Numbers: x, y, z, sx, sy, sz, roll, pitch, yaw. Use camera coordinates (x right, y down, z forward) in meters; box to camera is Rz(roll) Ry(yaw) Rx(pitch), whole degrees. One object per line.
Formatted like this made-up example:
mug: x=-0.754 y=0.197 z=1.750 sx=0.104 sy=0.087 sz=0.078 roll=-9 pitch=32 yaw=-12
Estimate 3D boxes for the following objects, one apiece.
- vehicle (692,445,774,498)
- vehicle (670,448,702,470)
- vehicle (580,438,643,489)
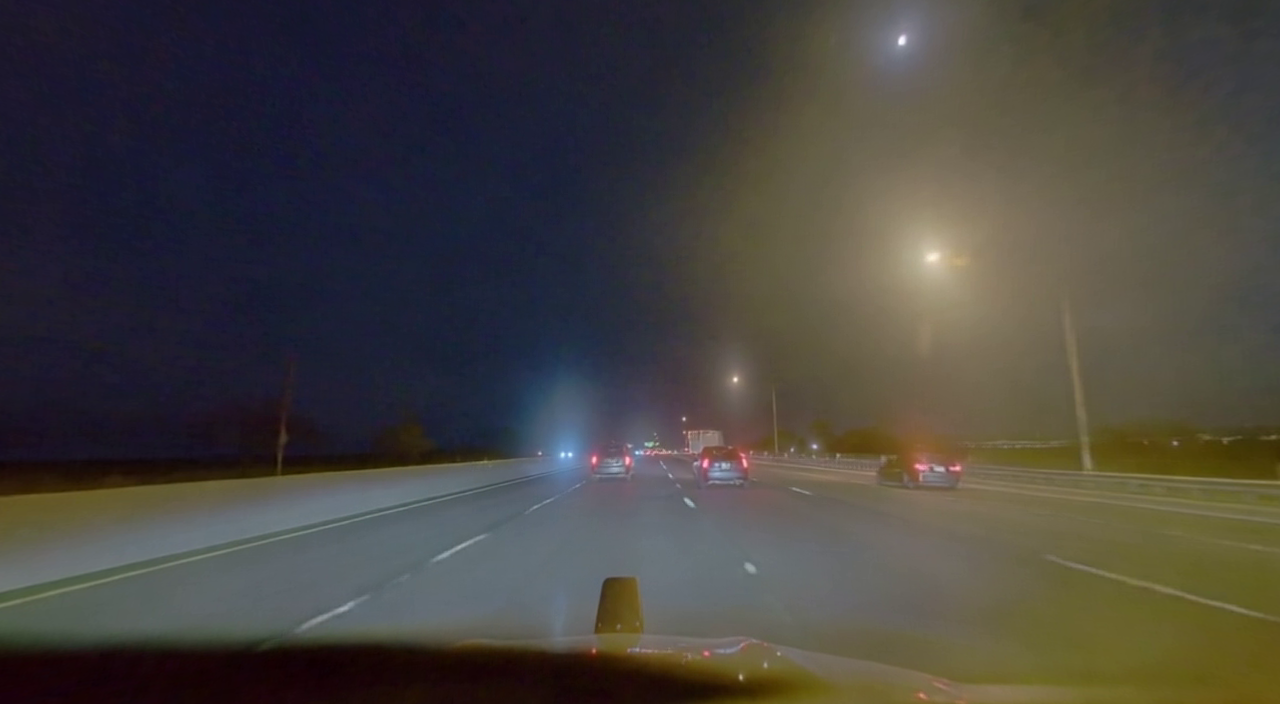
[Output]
vehicle: x=2.813 y=3.721 z=19.986 sx=2.004 sy=1.471 sz=4.032 roll=0 pitch=-9 yaw=0
vehicle: x=3.364 y=7.921 z=46.901 sx=2.047 sy=1.540 sz=4.294 roll=0 pitch=-9 yaw=0
vehicle: x=-0.962 y=4.175 z=23.813 sx=2.142 sy=1.724 sz=4.344 roll=0 pitch=-9 yaw=1
